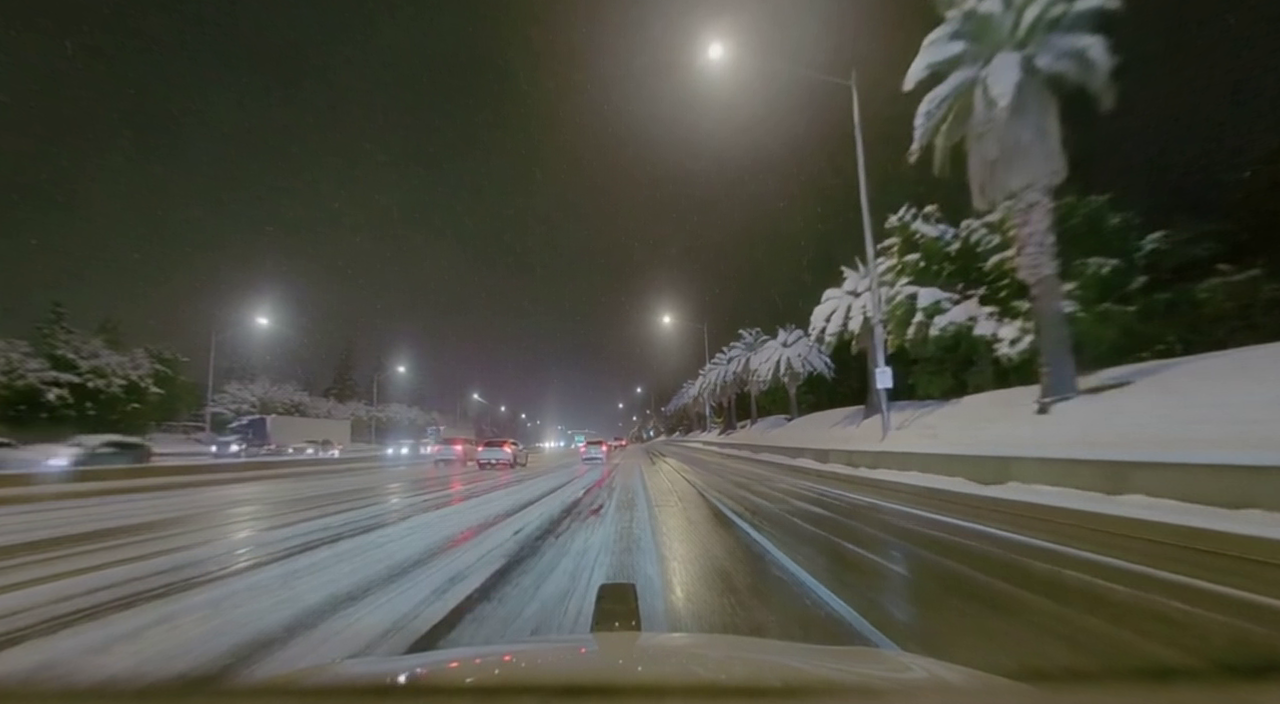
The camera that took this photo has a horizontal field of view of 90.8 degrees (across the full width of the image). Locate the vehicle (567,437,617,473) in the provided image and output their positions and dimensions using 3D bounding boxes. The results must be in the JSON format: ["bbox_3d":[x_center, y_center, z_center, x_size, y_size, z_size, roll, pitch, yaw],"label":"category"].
[{"bbox_3d":[-2.368,5.258,32.440,2.201,1.672,4.128,0,-9,0],"label":"vehicle"}]

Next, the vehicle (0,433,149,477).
[{"bbox_3d":[-20.863,3.815,23.556,1.789,1.494,3.928,0,-9,2],"label":"vehicle"}]

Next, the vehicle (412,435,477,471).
[{"bbox_3d":[-10.897,5.676,35.614,1.986,1.875,4.902,0,-9,1],"label":"vehicle"}]

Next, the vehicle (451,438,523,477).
[{"bbox_3d":[-7.200,5.016,30.265,2.204,1.677,4.438,0,-9,1],"label":"vehicle"}]

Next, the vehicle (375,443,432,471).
[{"bbox_3d":[-14.829,6.562,39.788,1.836,1.662,4.317,0,-9,1],"label":"vehicle"}]
